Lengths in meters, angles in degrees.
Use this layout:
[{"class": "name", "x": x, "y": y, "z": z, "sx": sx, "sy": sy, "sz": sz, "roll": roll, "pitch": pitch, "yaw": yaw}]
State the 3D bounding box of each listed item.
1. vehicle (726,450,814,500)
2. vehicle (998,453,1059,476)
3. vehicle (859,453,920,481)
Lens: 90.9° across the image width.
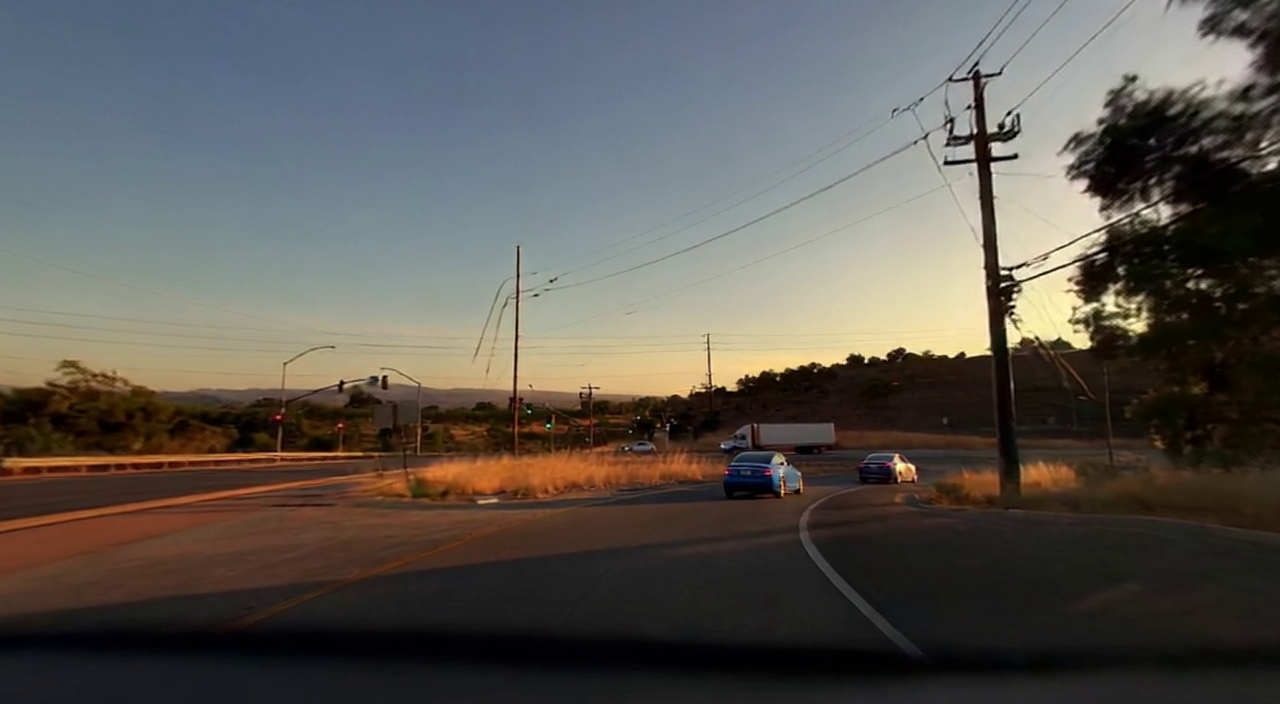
[{"class": "vehicle", "x": 4.342, "y": 3.925, "z": 20.556, "sx": 2.026, "sy": 1.407, "sz": 4.374, "roll": -4, "pitch": -9, "yaw": 21}, {"class": "vehicle", "x": 28.785, "y": 8.312, "z": 46.683, "sx": 4.102, "sy": 1.552, "sz": 1.931, "roll": 4, "pitch": -10, "yaw": -29}, {"class": "vehicle", "x": 14.313, "y": 6.520, "z": 36.072, "sx": 1.836, "sy": 1.465, "sz": 4.307, "roll": -8, "pitch": -12, "yaw": 41}]
